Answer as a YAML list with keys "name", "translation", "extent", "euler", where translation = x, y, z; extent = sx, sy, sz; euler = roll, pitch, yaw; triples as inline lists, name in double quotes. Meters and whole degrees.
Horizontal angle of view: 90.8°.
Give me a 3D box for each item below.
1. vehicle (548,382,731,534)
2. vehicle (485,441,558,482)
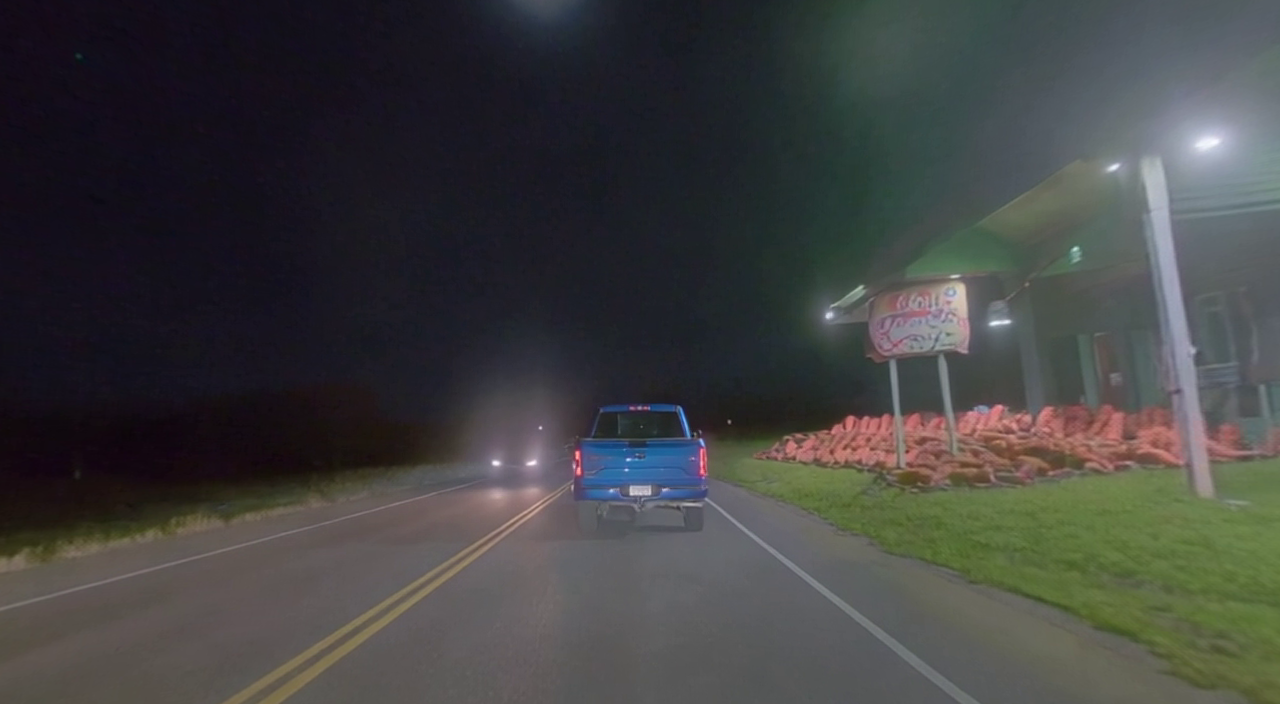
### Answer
- name: "vehicle"
  translation: [-0.095, 1.996, 12.352]
  extent: [2.693, 2.223, 5.885]
  euler: [0, -8, -2]
- name: "vehicle"
  translation: [-4.619, 4.348, 25.303]
  extent: [2.121, 1.473, 4.390]
  euler: [0, -8, -1]
